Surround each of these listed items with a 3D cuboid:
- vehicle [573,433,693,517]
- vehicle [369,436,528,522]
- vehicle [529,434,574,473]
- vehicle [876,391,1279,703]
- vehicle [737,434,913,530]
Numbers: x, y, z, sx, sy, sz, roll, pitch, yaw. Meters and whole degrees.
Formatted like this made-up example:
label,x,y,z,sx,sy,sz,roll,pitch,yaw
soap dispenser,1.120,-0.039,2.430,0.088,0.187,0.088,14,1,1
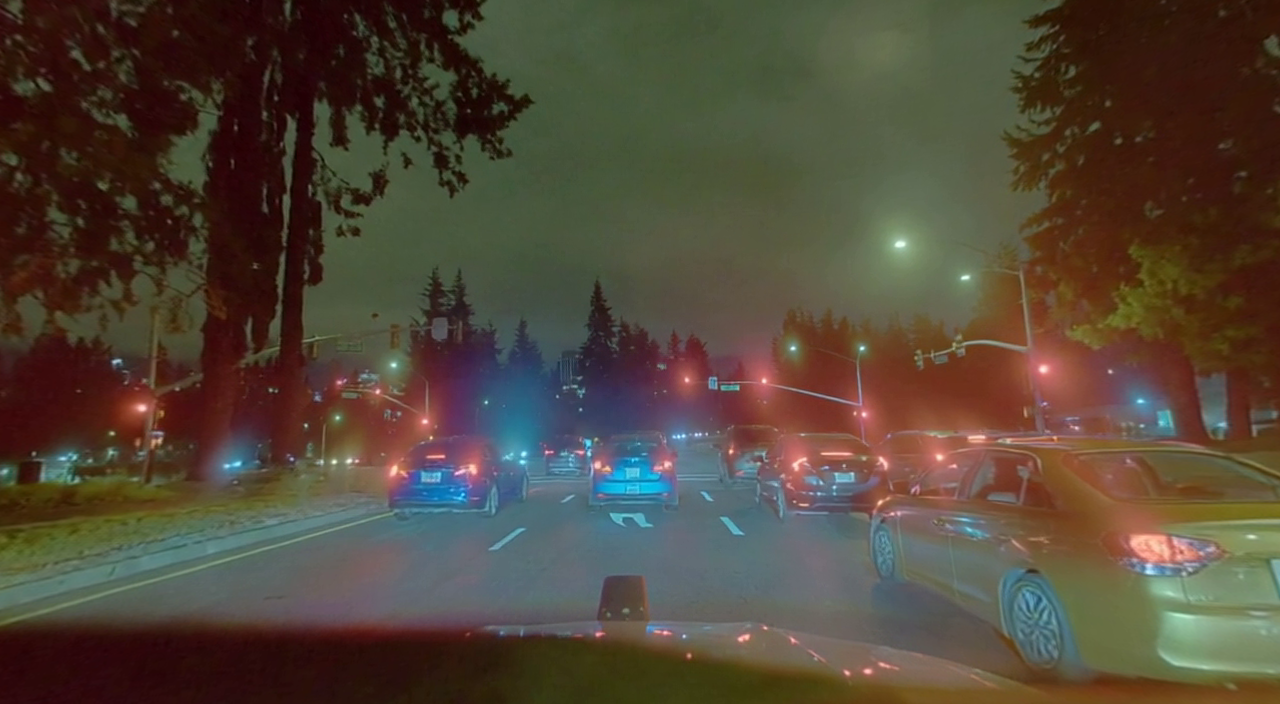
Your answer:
label,x,y,z,sx,sy,sz,roll,pitch,yaw
vehicle,-0.131,2.494,13.284,2.147,1.479,3.803,0,-8,0
vehicle,-3.763,2.556,13.321,1.935,1.482,4.433,0,-8,0
vehicle,-4.266,4.816,30.208,1.961,1.714,4.268,1,-8,-8
vehicle,3.133,1.098,3.630,1.903,1.480,4.270,0,-8,0
vehicle,3.175,2.292,11.895,1.975,1.460,4.357,0,-8,0
